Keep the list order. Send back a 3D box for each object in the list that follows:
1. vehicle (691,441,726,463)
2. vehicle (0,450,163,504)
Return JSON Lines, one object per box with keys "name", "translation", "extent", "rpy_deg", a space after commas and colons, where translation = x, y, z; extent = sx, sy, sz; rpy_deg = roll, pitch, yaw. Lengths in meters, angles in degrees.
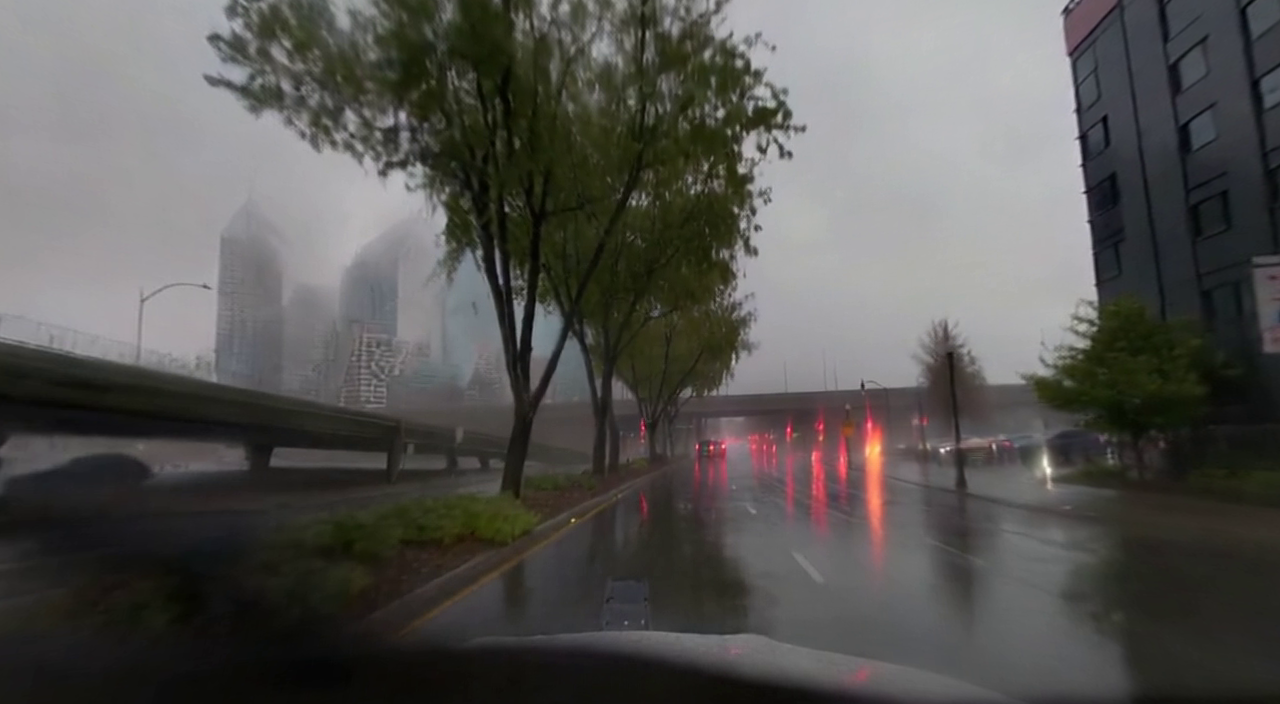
{"name": "vehicle", "translation": [5.110, 7.366, 46.476], "extent": [2.280, 1.475, 4.051], "rpy_deg": [-2, -9, 10]}
{"name": "vehicle", "translation": [-19.799, 4.363, 22.125], "extent": [4.562, 1.464, 2.090], "rpy_deg": [-4, -7, 3]}
